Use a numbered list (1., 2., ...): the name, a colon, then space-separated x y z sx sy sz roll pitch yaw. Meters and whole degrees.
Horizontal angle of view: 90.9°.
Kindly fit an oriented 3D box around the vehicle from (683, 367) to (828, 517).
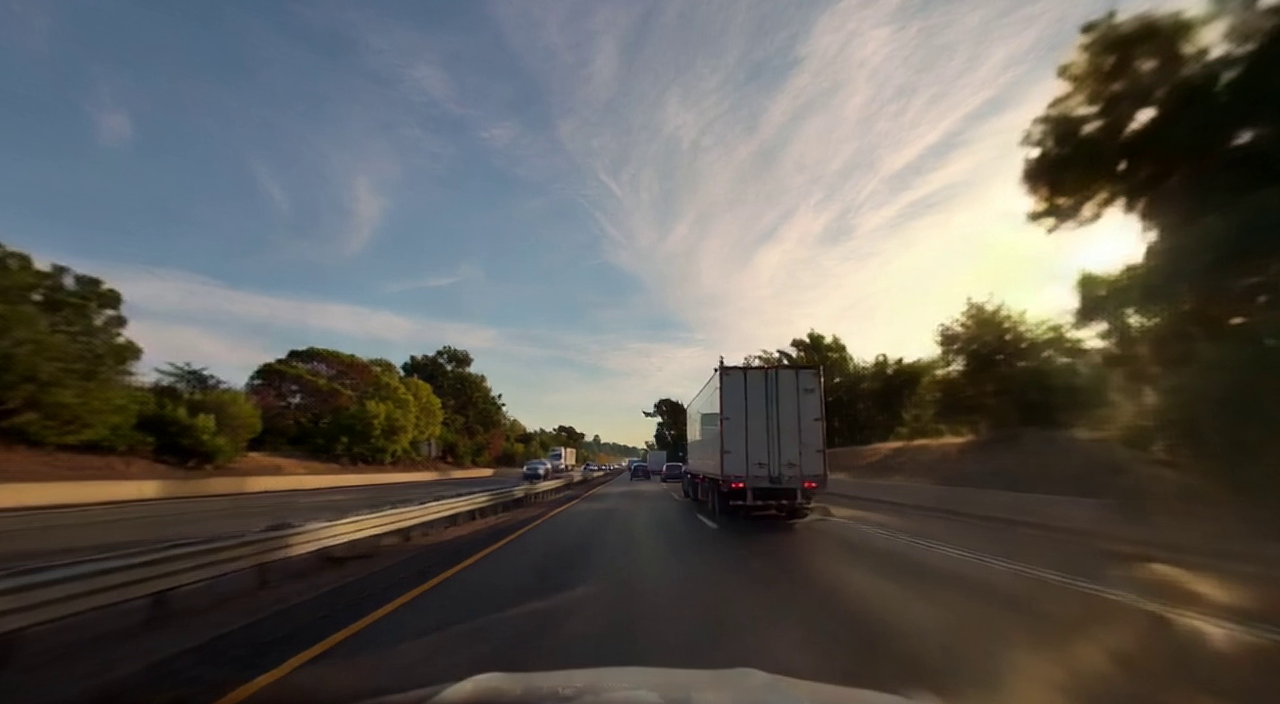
1. vehicle: 3.640 3.722 24.373 2.863 4.088 14.040 1 -10 0
